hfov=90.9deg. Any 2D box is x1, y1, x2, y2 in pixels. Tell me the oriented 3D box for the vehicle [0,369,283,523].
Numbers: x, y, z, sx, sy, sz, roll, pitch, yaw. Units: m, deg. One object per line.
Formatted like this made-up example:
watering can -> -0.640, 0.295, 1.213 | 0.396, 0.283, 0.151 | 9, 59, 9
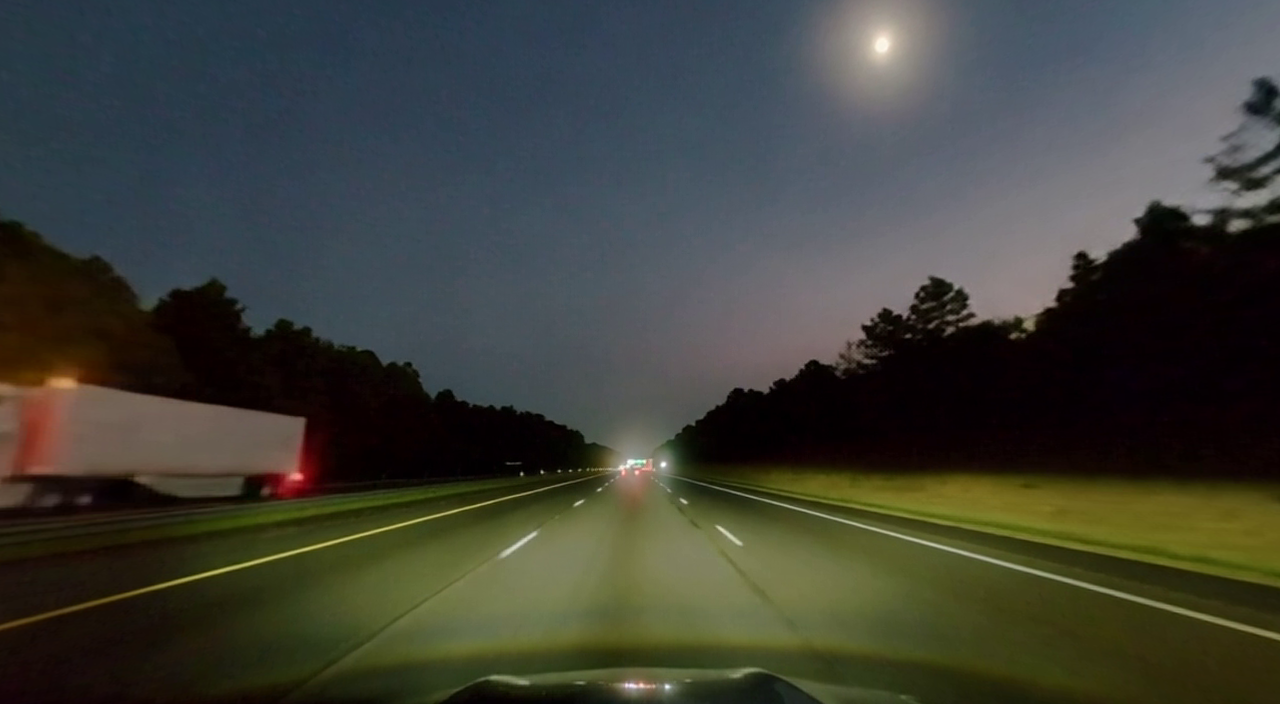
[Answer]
vehicle -> -16.696, 3.033, 19.318 | 3.250, 3.556, 14.302 | 1, -11, -1
